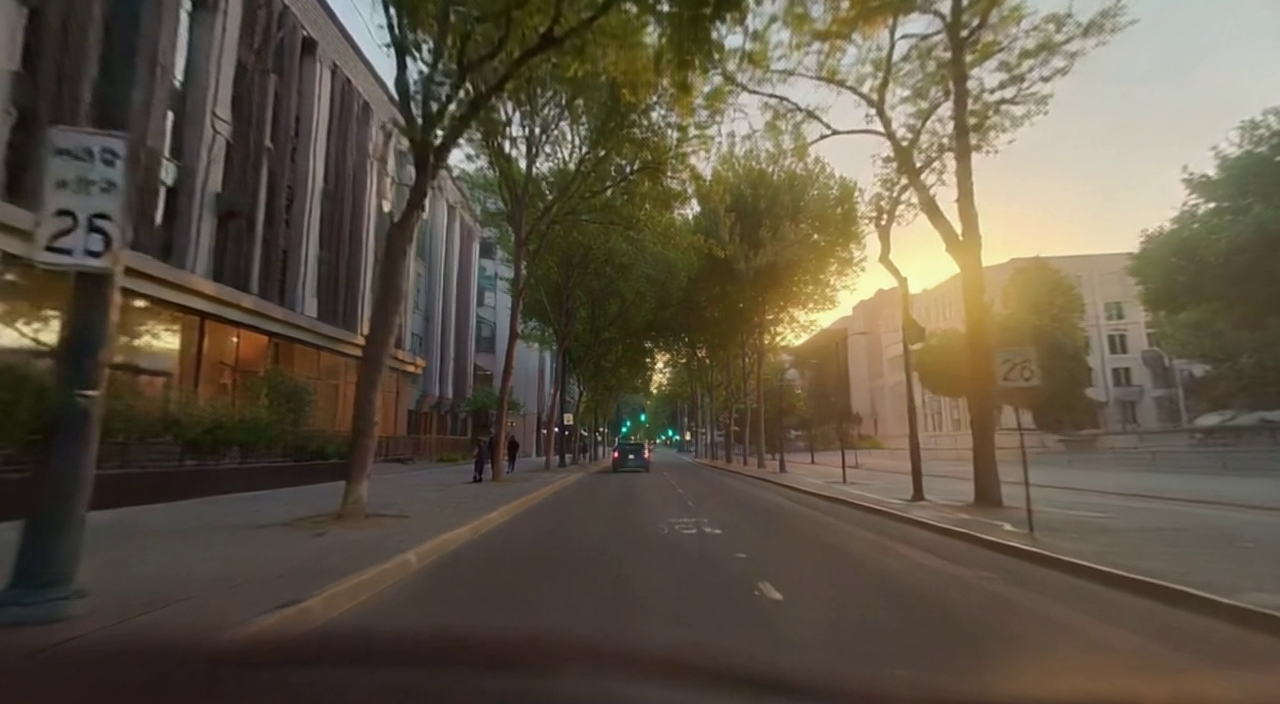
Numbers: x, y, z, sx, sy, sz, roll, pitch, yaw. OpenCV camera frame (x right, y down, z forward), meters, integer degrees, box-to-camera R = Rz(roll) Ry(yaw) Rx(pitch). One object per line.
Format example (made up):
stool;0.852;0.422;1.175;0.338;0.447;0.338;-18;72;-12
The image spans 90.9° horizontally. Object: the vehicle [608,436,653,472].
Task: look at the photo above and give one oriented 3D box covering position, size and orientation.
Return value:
vehicle;-0.477;5.044;31.329;2.079;1.621;3.861;0;-9;-1
